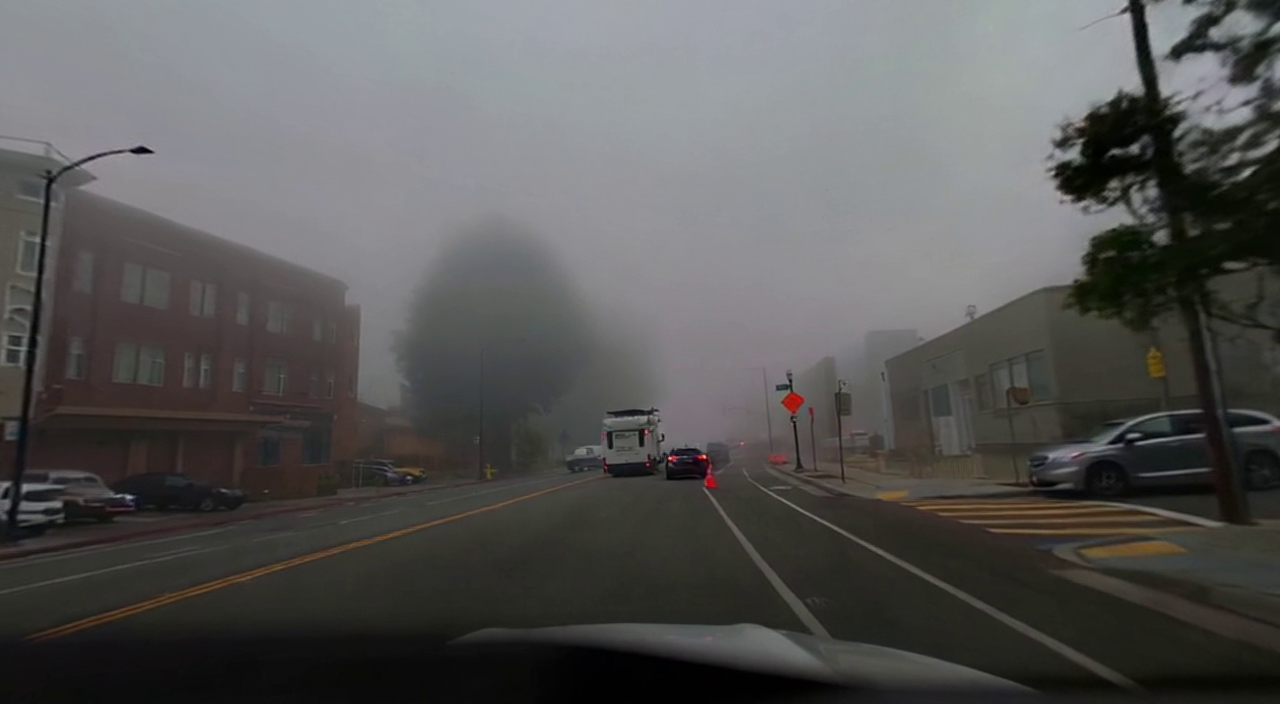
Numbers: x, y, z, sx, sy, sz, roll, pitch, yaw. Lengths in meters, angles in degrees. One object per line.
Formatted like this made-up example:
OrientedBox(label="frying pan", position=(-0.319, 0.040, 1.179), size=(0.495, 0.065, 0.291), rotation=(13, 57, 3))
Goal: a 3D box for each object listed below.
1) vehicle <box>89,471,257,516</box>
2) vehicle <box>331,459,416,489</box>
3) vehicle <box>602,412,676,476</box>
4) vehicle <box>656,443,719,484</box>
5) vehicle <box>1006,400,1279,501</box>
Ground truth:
OrientedBox(label="vehicle", position=(-17.804, 5.369, 24.225), size=(4.952, 1.510, 2.115), rotation=(-1, -9, 6))
OrientedBox(label="vehicle", position=(-16.562, 7.573, 39.324), size=(4.397, 1.698, 1.932), rotation=(-1, -9, 8))
OrientedBox(label="vehicle", position=(0.299, 5.775, 39.493), size=(2.977, 3.271, 12.748), rotation=(-1, -9, 7))
OrientedBox(label="vehicle", position=(1.802, 4.463, 25.514), size=(2.159, 1.506, 4.086), rotation=(0, -9, -1))
OrientedBox(label="vehicle", position=(10.881, 2.057, 13.263), size=(4.859, 1.914, 2.333), rotation=(0, -9, 1))
